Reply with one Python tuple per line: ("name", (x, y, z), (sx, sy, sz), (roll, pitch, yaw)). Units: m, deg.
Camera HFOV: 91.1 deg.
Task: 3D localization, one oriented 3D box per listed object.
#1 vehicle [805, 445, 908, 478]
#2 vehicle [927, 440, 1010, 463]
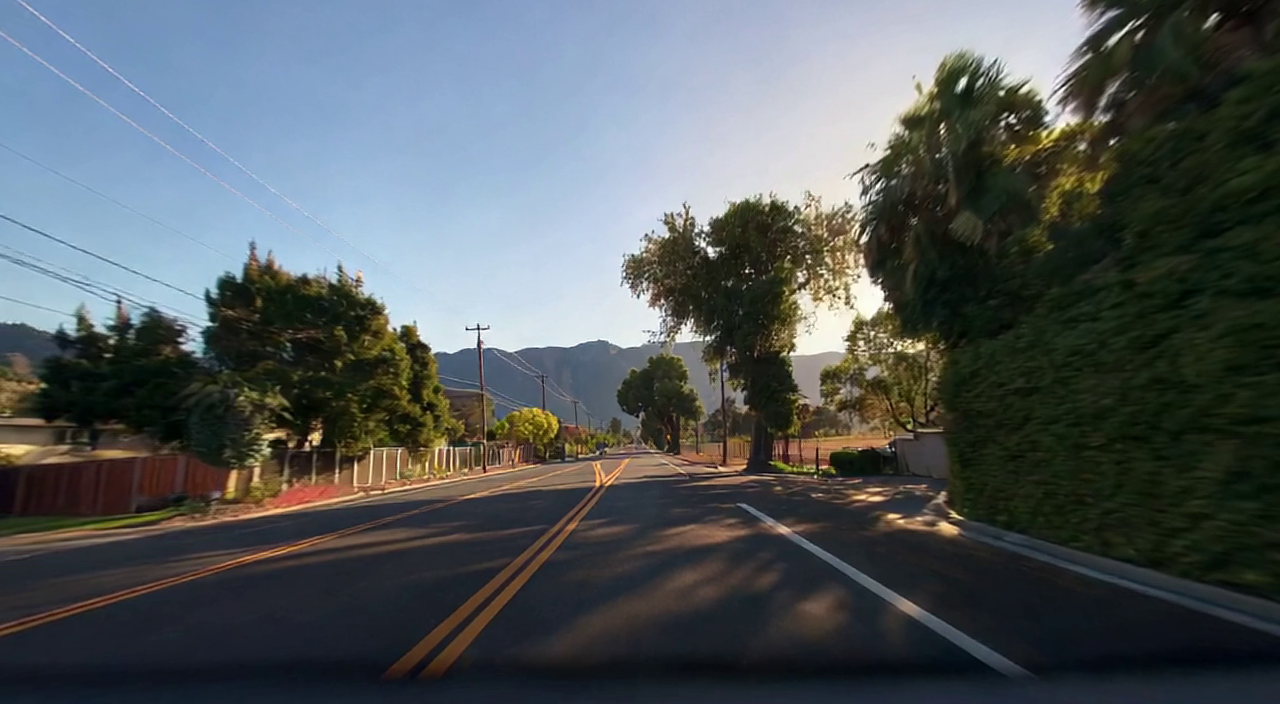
("vehicle", (10.574, 5.327, 30.751), (4.540, 1.505, 2.021), (-3, -9, 21))
("vehicle", (22.277, 6.765, 42.711), (4.490, 1.470, 1.979), (0, -8, 3))
